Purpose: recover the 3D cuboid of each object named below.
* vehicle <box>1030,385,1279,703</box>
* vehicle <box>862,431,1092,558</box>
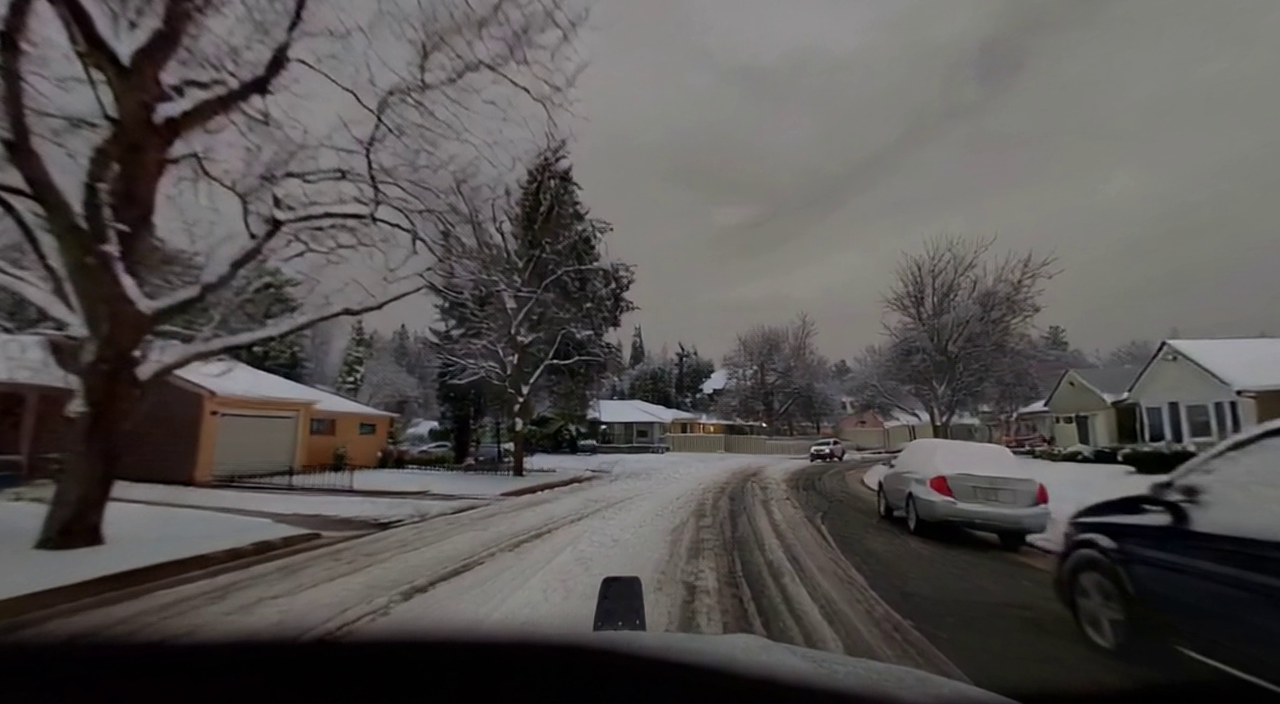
[{"bbox_3d":[3.918,0.930,2.494,2.075,1.657,4.648,-1,-9,5],"label":"vehicle"},{"bbox_3d":[4.909,2.102,9.994,2.026,1.458,4.225,1,-9,11],"label":"vehicle"}]
